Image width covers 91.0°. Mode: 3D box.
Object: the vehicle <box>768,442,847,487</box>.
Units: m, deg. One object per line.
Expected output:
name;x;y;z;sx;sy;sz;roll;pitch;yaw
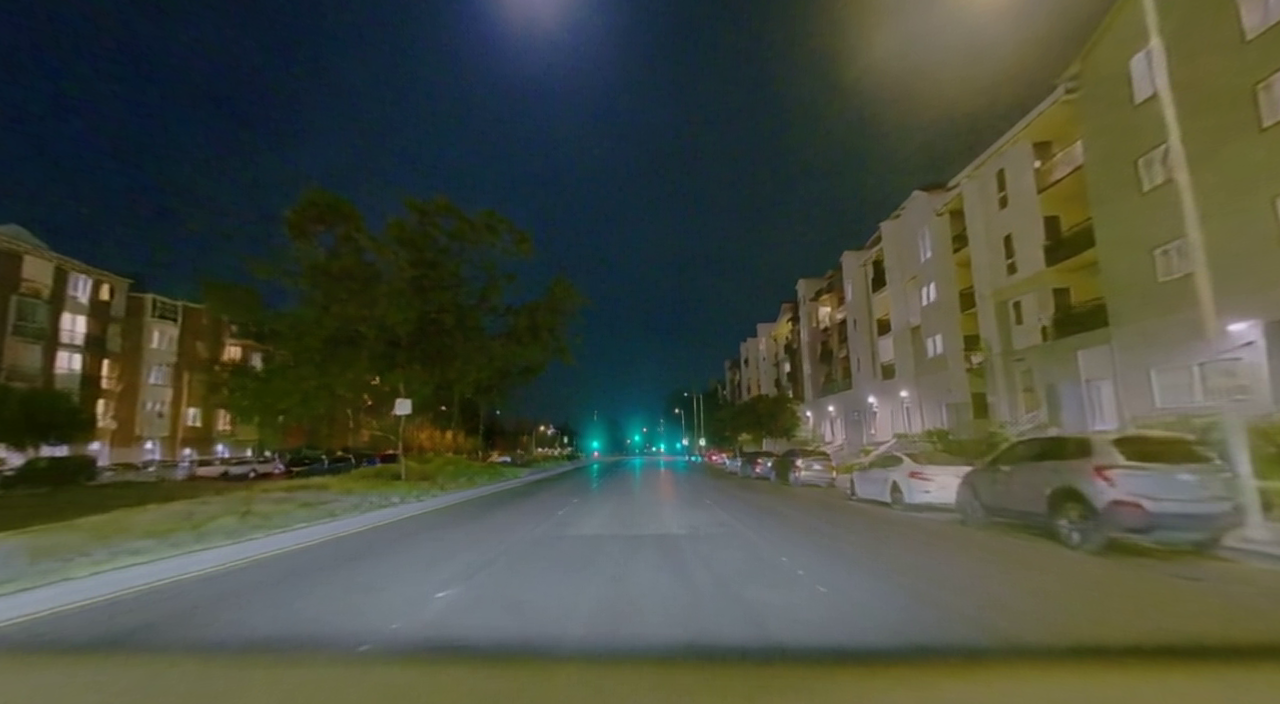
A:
vehicle;6.801;4.607;26.087;2.078;1.699;4.292;0;-9;-1

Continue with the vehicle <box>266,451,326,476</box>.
vehicle;-25.557;8.270;46.916;1.945;1.694;4.329;0;-9;0

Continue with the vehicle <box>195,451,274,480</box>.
vehicle;-25.766;7.206;40.179;1.996;1.650;4.382;0;-9;2

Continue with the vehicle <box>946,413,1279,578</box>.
vehicle;7.084;2.016;9.723;2.241;1.877;4.810;0;-9;0

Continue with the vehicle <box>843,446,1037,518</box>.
vehicle;7.035;3.068;15.490;2.145;1.470;4.693;1;-9;-5

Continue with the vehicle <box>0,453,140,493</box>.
vehicle;-25.298;5.326;28.082;1.909;1.579;4.744;-1;-9;3

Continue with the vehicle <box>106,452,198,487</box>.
vehicle;-25.828;6.201;33.509;1.730;1.734;4.001;0;-9;-1
